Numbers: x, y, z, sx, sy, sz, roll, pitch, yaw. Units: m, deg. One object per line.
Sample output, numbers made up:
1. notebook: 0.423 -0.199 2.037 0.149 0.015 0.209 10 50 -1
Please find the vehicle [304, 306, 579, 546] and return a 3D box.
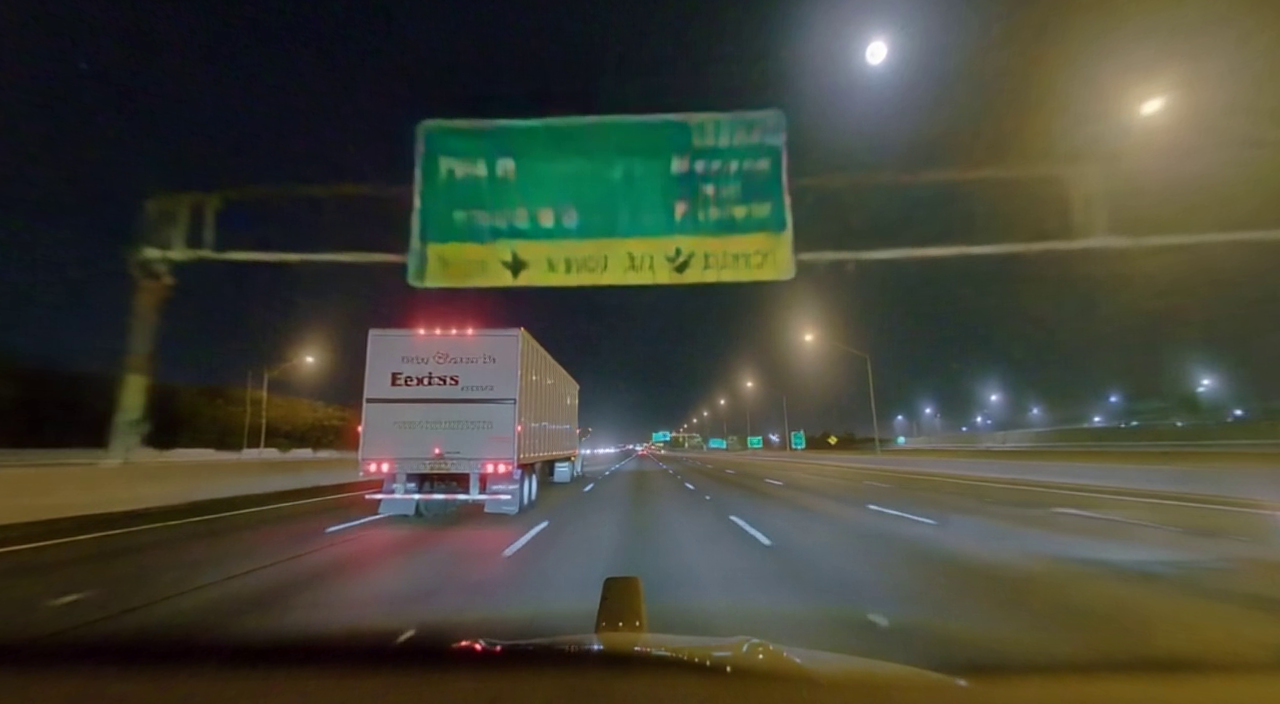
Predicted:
1. vehicle: -3.239 1.669 13.287 2.922 3.458 8.360 0 -9 1
